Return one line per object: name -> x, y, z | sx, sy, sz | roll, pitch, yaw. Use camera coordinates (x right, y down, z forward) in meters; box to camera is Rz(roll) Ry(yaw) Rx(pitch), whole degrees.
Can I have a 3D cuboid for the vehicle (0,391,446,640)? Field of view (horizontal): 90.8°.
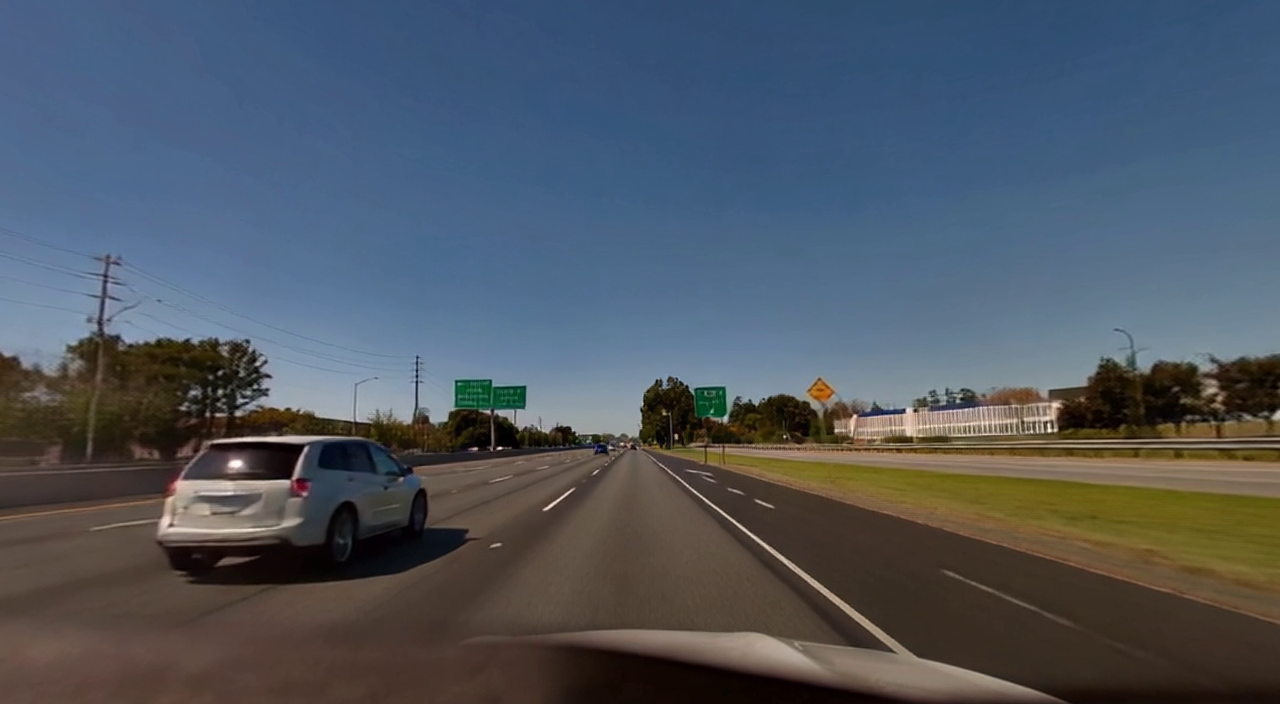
vehicle -> -3.950, 1.518, 6.953 | 2.150, 1.761, 4.697 | 0, -8, 0
